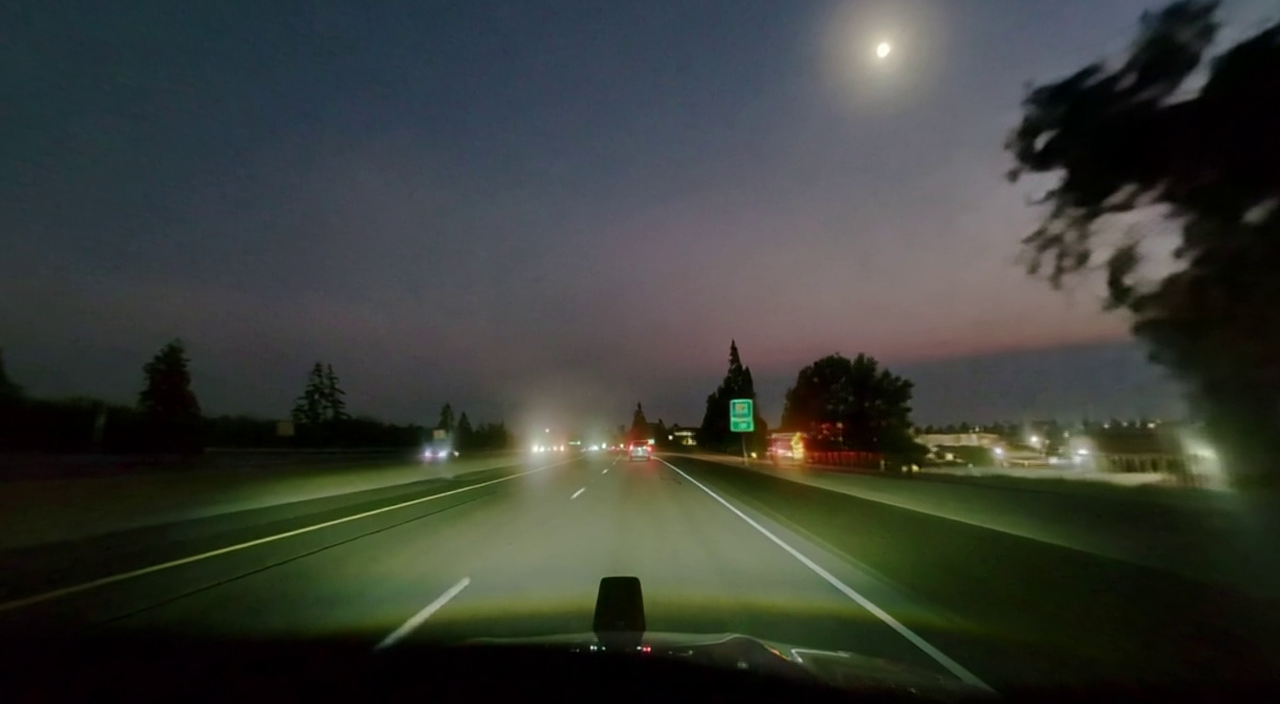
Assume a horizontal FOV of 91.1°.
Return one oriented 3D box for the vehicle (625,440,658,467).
[{"bbox_3d":[0.033,6.572,40.810,2.029,1.666,4.064,0,-8,-1],"label":"vehicle"}]
